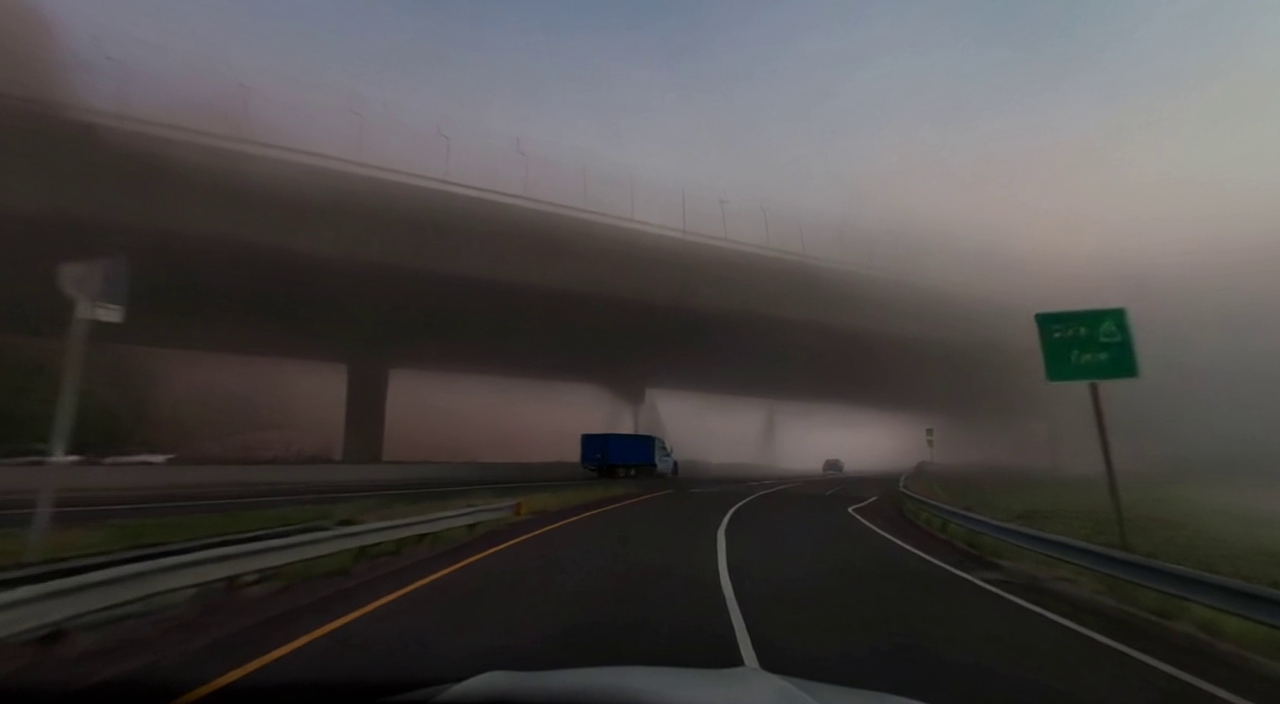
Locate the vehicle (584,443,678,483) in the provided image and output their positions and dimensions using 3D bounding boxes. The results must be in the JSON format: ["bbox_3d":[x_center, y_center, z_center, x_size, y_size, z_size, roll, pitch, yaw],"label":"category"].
[{"bbox_3d":[-0.285,4.439,25.439,1.940,1.444,4.024,-5,-10,31],"label":"vehicle"}]
